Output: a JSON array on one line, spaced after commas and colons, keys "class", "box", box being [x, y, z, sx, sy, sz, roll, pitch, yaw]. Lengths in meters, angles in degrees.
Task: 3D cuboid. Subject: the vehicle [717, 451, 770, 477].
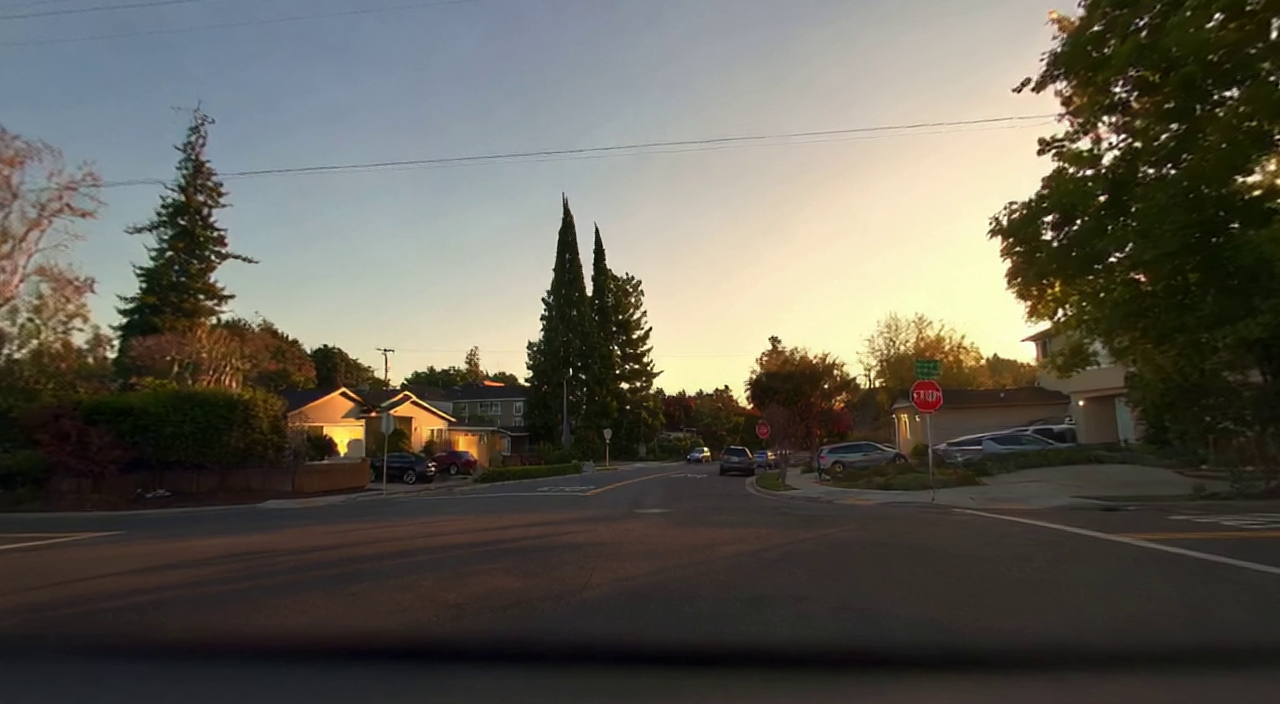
[{"class": "vehicle", "box": [7.249, 7.724, 43.670, 2.692, 1.649, 4.689, -3, -9, 20]}]
